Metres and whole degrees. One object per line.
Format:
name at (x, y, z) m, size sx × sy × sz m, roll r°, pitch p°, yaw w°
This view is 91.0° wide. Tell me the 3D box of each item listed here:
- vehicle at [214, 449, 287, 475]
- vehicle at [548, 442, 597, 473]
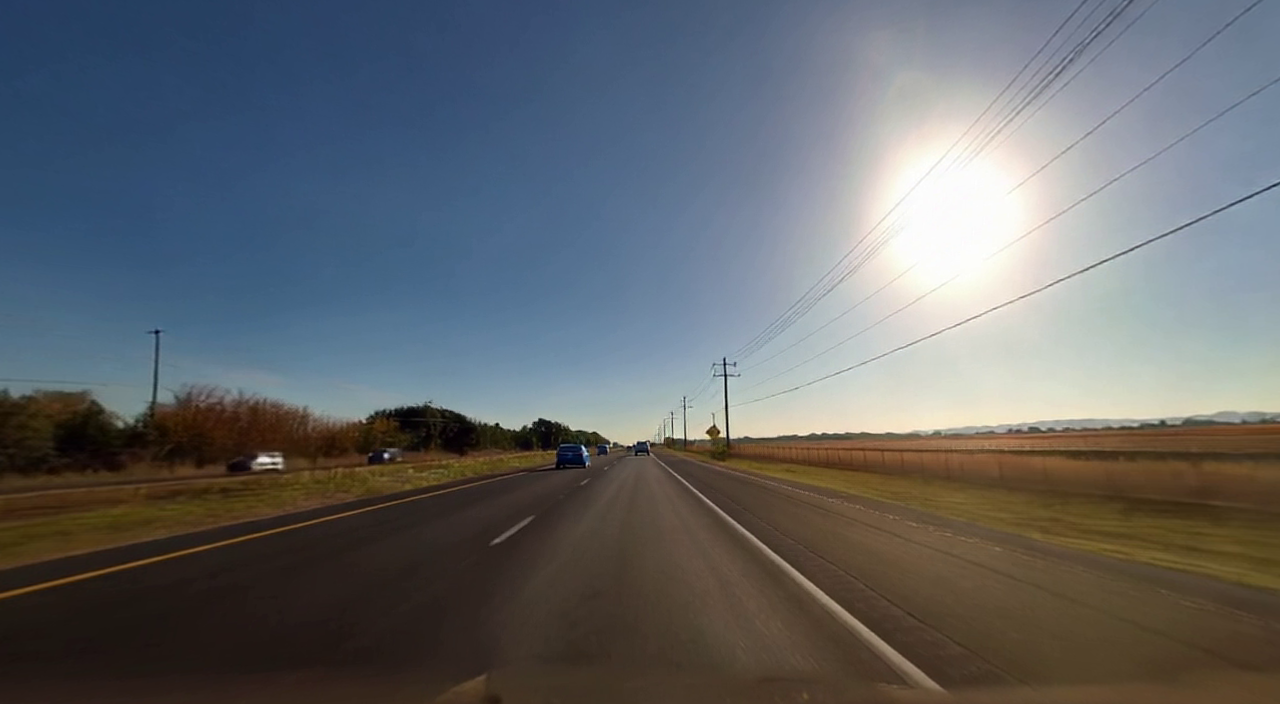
vehicle at (-24.916, 7.024, 40.486) m, size 1.858 × 1.529 × 4.350 m, roll 0°, pitch -9°, yaw 1°
vehicle at (-3.586, 5.740, 34.464) m, size 2.120 × 1.597 × 4.810 m, roll 0°, pitch -9°, yaw 1°
